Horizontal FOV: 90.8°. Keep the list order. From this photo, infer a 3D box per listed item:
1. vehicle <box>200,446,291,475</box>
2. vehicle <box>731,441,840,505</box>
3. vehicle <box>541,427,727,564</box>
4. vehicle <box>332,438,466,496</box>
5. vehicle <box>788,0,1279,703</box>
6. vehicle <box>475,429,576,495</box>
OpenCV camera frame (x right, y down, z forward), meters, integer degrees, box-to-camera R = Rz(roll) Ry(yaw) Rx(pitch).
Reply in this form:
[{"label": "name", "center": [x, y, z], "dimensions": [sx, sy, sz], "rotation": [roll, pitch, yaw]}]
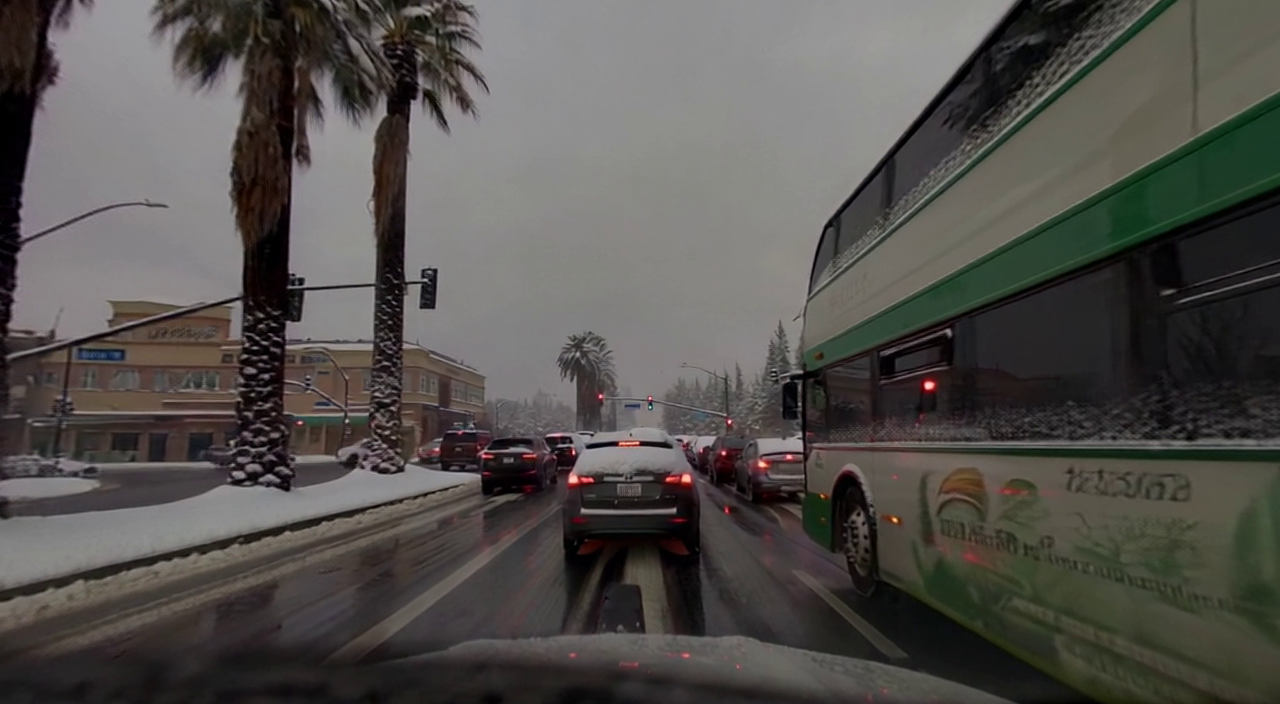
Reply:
[{"label": "vehicle", "center": [-26.551, 7.296, 42.630], "dimensions": [4.737, 1.845, 1.920], "rotation": [0, -9, -4]}, {"label": "vehicle", "center": [3.693, 3.138, 16.910], "dimensions": [1.989, 1.467, 4.364], "rotation": [0, -9, 1]}, {"label": "vehicle", "center": [-0.074, 1.890, 9.015], "dimensions": [2.060, 1.499, 3.831], "rotation": [0, -9, 0]}, {"label": "vehicle", "center": [-6.902, 3.347, 18.776], "dimensions": [1.927, 1.480, 4.832], "rotation": [0, -9, 2]}, {"label": "vehicle", "center": [3.543, -0.325, 1.922], "dimensions": [2.970, 4.015, 13.606], "rotation": [0, -9, 0]}, {"label": "vehicle", "center": [-3.254, 3.247, 18.912], "dimensions": [2.020, 1.721, 4.366], "rotation": [-1, -9, 2]}]
